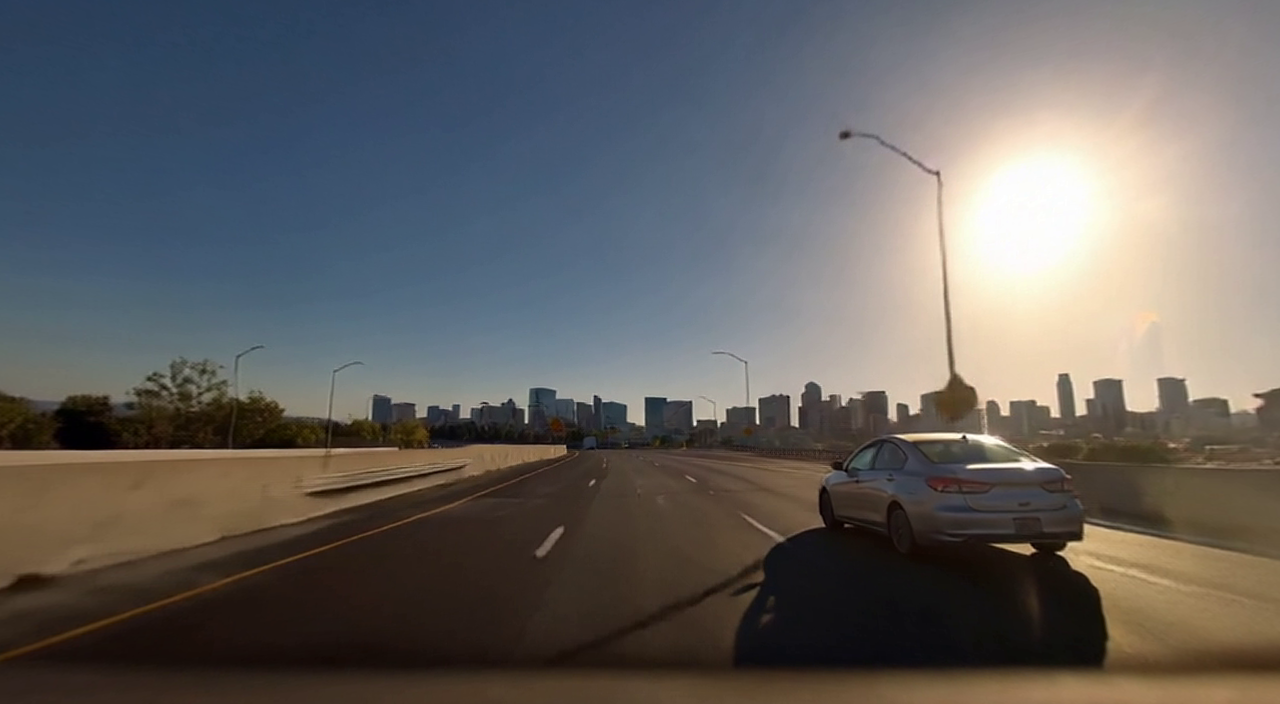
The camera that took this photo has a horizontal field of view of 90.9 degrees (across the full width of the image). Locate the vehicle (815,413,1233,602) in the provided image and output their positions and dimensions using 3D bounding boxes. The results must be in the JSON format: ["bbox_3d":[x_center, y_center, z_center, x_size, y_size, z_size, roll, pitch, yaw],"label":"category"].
[{"bbox_3d":[3.919,1.663,7.748,2.104,1.575,4.698,0,-8,-1],"label":"vehicle"}]
